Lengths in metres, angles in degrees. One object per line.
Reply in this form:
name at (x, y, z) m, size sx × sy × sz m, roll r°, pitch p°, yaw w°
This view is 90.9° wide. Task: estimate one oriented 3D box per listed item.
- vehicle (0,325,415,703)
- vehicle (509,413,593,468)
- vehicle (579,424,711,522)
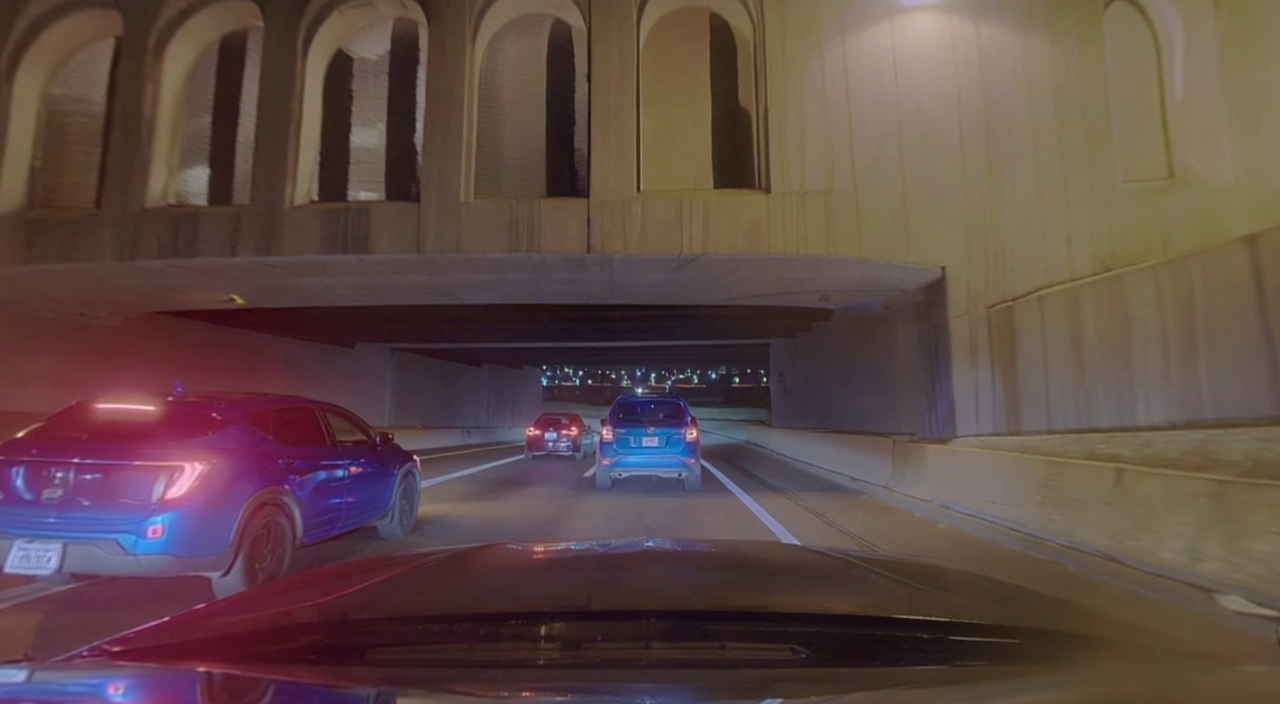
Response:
vehicle at (-3.568, 1.093, 4.718) m, size 2.017 × 1.761 × 4.572 m, roll 0°, pitch -8°, yaw 1°
vehicle at (-3.394, 3.602, 25.456) m, size 2.329 × 1.948 × 5.800 m, roll 0°, pitch -8°, yaw 2°
vehicle at (0.041, 2.159, 11.759) m, size 2.020 × 1.478 × 4.092 m, roll 0°, pitch -8°, yaw -1°
